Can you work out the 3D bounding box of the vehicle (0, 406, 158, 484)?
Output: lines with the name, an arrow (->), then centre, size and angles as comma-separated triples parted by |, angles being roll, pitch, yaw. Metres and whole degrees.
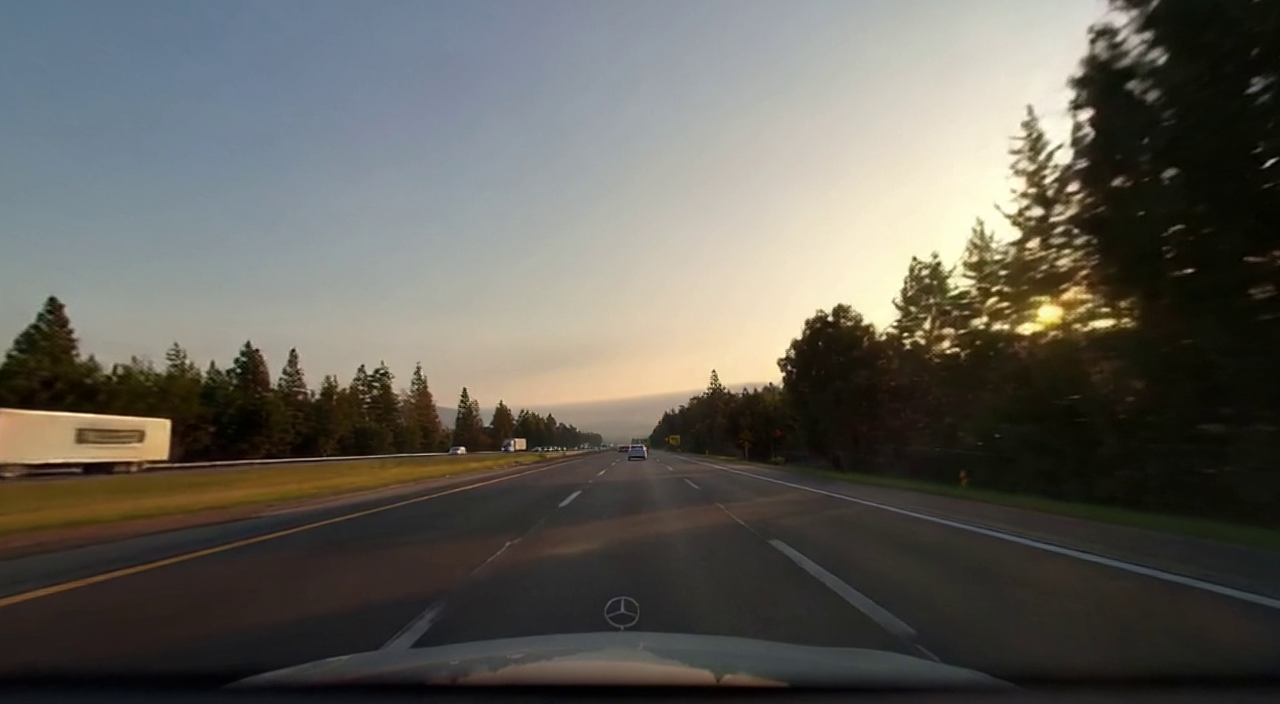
vehicle -> -36.174, 5.604, 37.799 | 2.916, 4.200, 15.256 | 0, -9, -1
